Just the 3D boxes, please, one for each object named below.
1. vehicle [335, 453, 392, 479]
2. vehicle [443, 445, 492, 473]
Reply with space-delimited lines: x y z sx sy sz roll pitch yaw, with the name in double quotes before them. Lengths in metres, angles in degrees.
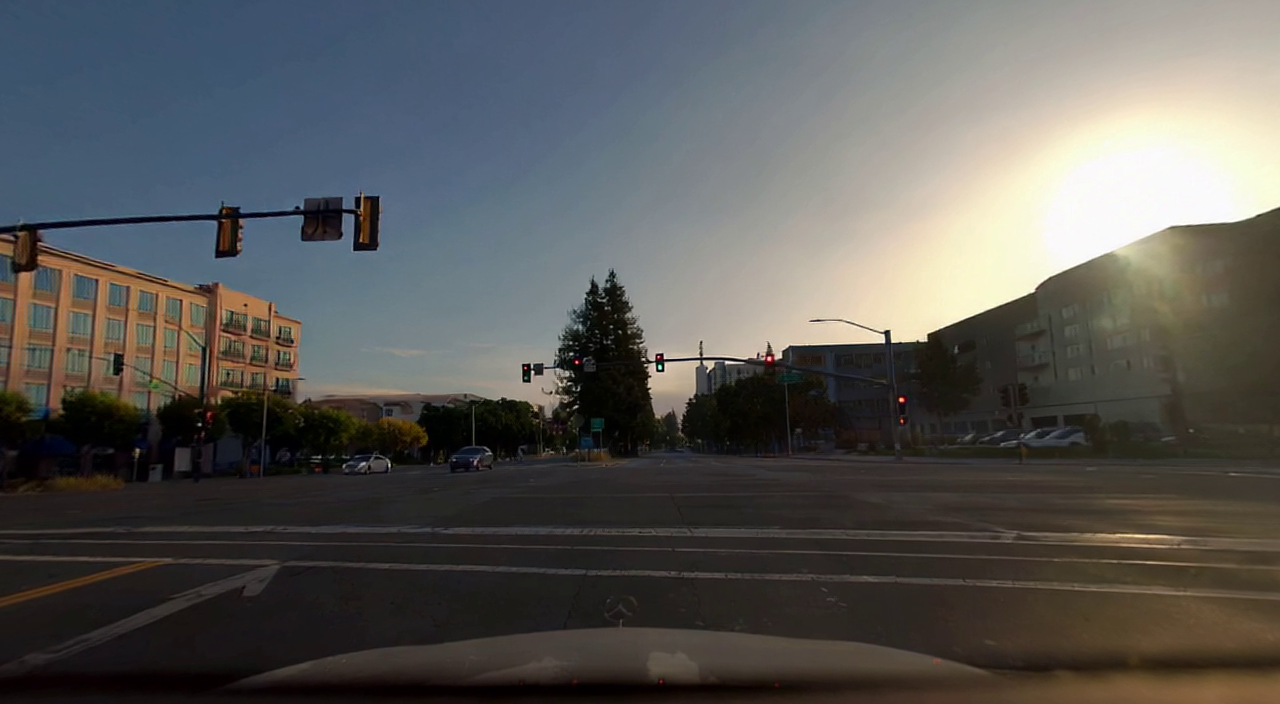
"vehicle" -18.853 7.746 43.240 1.933 1.664 4.255 0 -9 1
"vehicle" -12.165 7.566 44.819 2.151 1.847 4.634 0 -9 0
